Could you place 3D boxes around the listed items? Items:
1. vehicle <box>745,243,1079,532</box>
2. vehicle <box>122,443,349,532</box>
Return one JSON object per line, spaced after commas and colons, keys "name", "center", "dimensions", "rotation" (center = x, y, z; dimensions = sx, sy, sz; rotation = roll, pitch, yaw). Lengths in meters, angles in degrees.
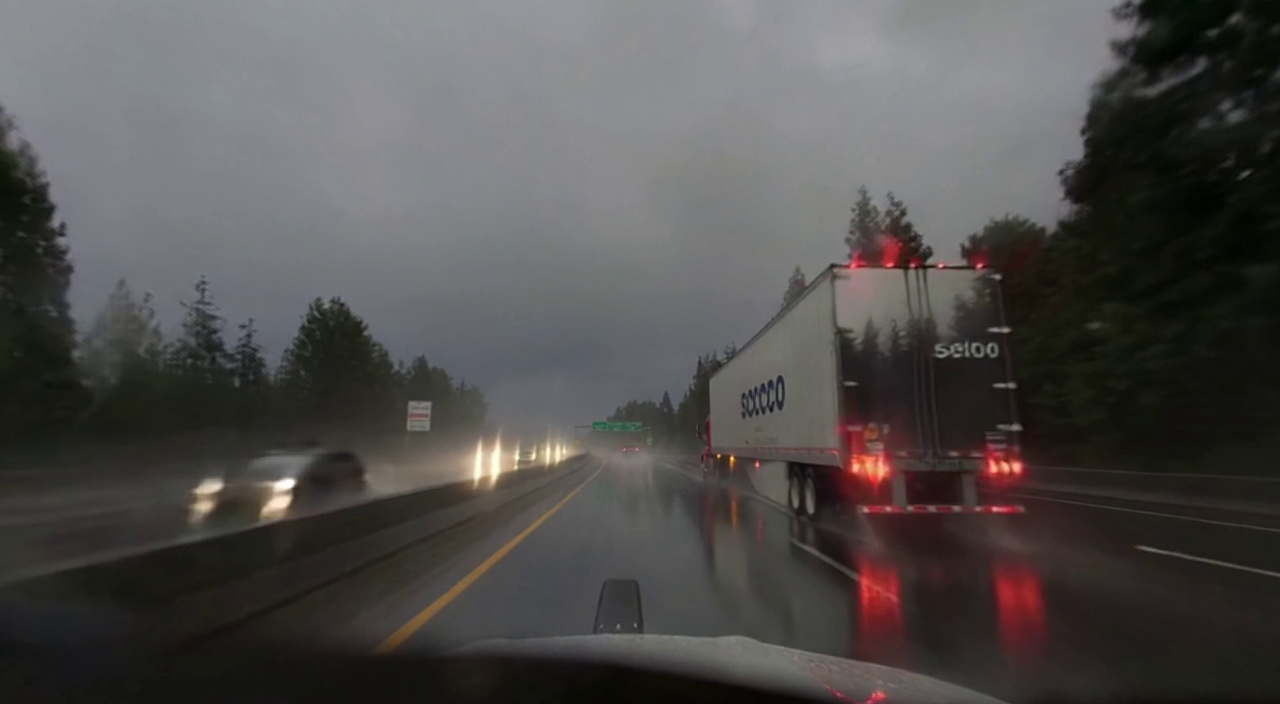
{"name": "vehicle", "center": [4.317, 1.039, 12.661], "dimensions": [2.892, 3.928, 8.380], "rotation": [0, -9, 0]}
{"name": "vehicle", "center": [-8.410, 2.807, 13.679], "dimensions": [1.978, 1.570, 4.487], "rotation": [0, -9, -1]}
